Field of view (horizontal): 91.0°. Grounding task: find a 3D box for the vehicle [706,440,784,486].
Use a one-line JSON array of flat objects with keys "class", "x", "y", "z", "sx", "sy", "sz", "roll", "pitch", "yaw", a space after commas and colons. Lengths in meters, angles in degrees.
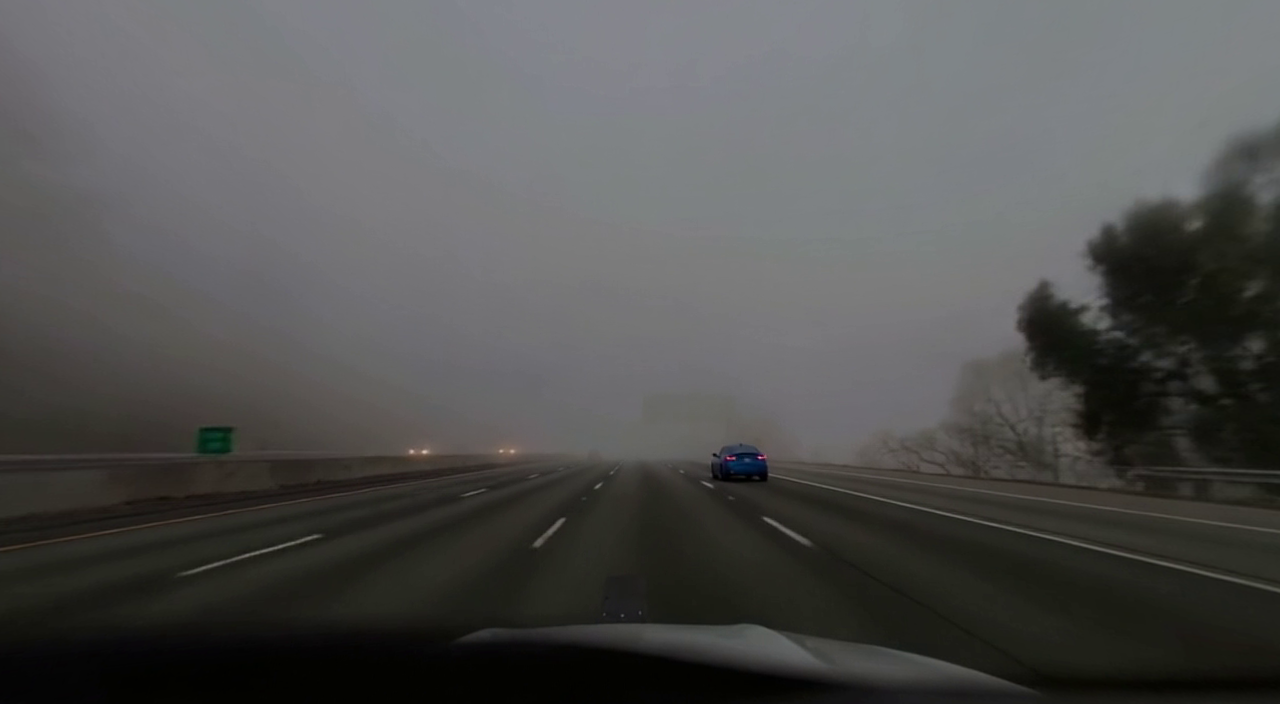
[{"class": "vehicle", "x": 3.710, "y": 4.032, "z": 23.112, "sx": 2.033, "sy": 1.501, "sz": 4.398, "roll": 0, "pitch": -9, "yaw": -1}]
